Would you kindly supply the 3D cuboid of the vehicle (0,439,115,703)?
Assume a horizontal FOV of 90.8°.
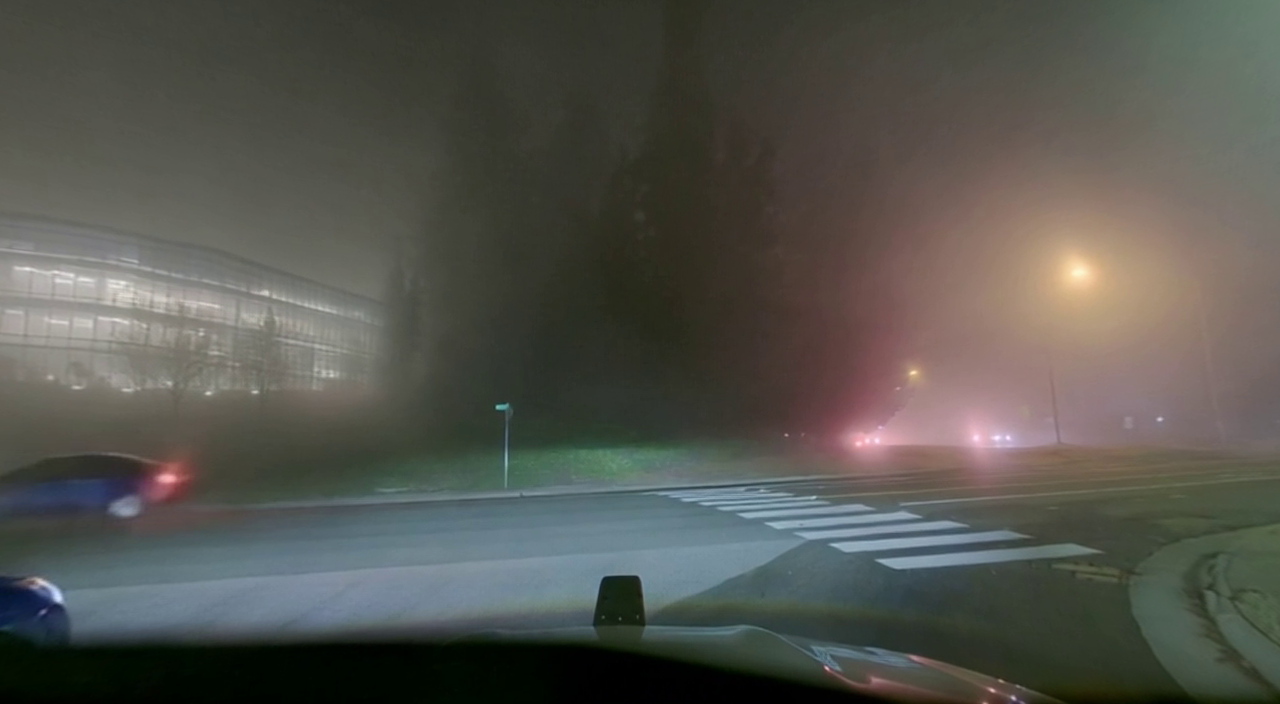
[{"bbox_3d":[-3.402,0.808,0.814,2.069,1.413,5.006,2,-9,-13],"label":"vehicle"}]
